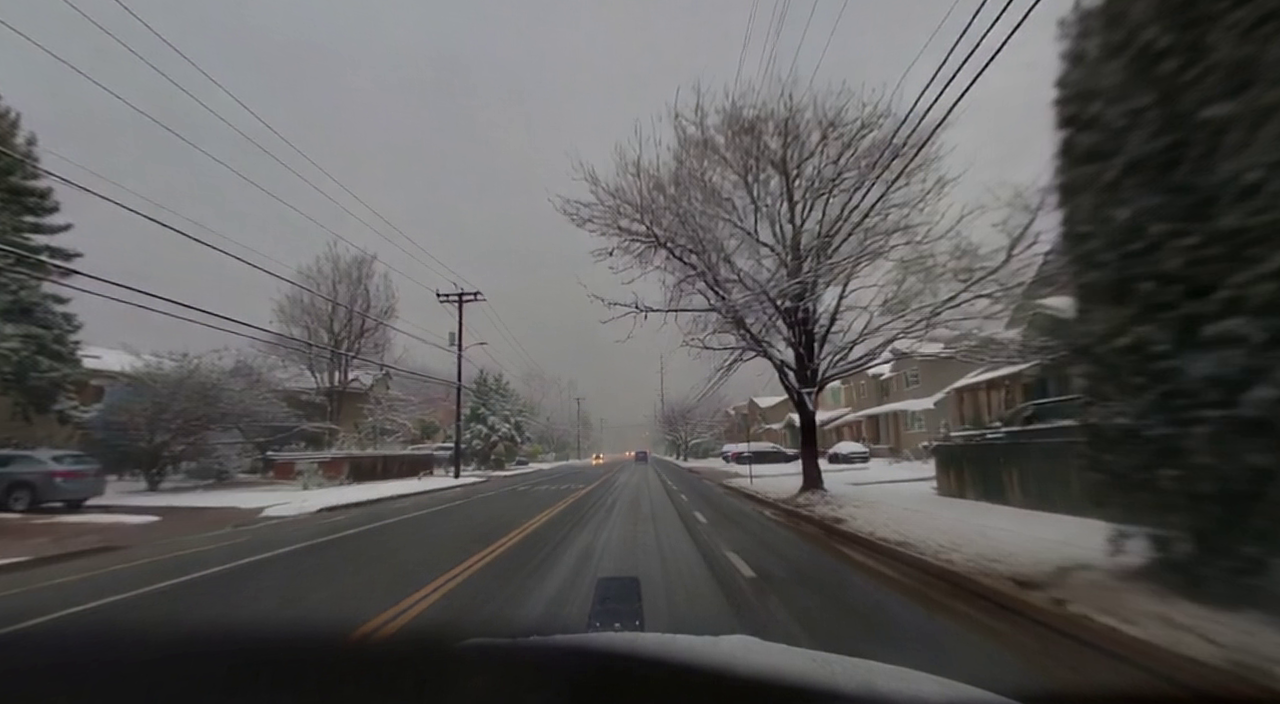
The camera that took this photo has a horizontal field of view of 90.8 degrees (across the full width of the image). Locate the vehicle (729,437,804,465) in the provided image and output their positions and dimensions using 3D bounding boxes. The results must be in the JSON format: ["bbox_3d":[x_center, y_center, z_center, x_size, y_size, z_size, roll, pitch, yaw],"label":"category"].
[{"bbox_3d":[8.895,7.021,44.701,4.747,1.942,2.158,0,-9,-1],"label":"vehicle"}]

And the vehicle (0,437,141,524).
[{"bbox_3d":[-14.715,2.889,14.428,4.662,1.832,2.063,1,-9,-4],"label":"vehicle"}]
